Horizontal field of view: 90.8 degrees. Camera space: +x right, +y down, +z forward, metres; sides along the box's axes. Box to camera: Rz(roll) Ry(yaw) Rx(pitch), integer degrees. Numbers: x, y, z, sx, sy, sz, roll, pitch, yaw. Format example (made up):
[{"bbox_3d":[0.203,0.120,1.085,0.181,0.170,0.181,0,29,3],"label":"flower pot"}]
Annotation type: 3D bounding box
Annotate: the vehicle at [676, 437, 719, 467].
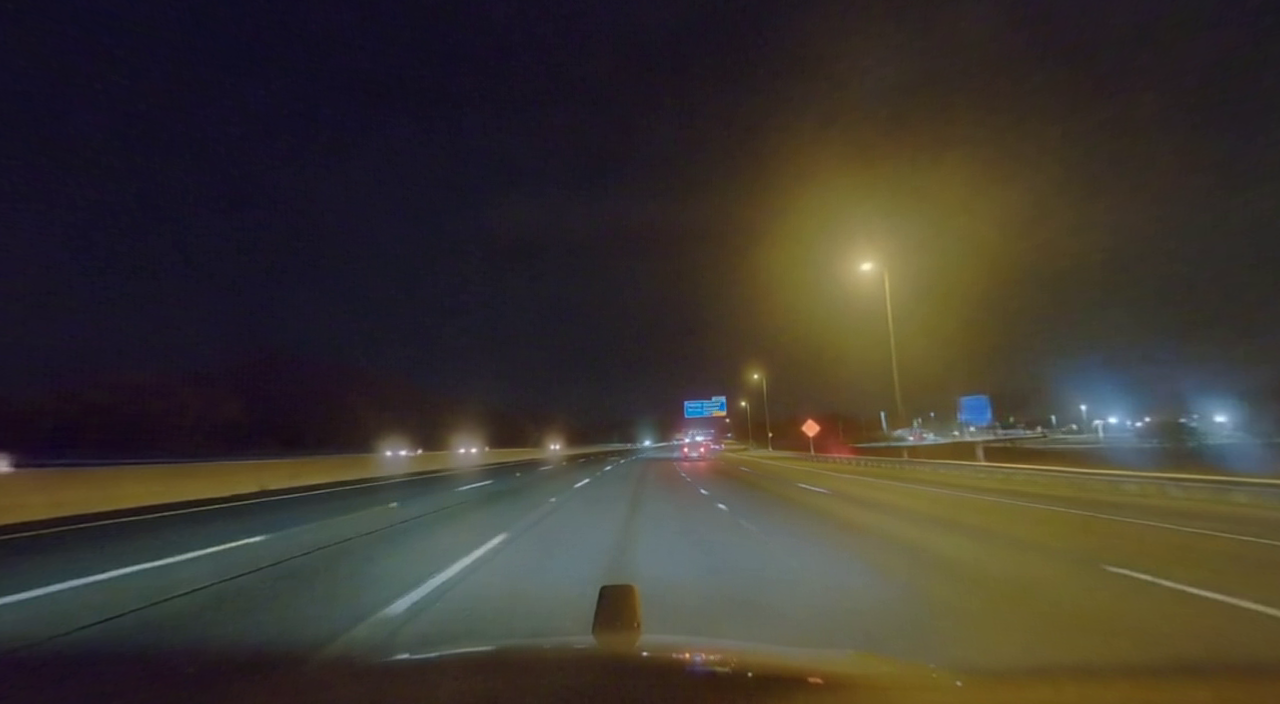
[{"bbox_3d":[3.527,6.210,39.407,2.224,1.738,4.376,0,-9,0],"label":"vehicle"}]
